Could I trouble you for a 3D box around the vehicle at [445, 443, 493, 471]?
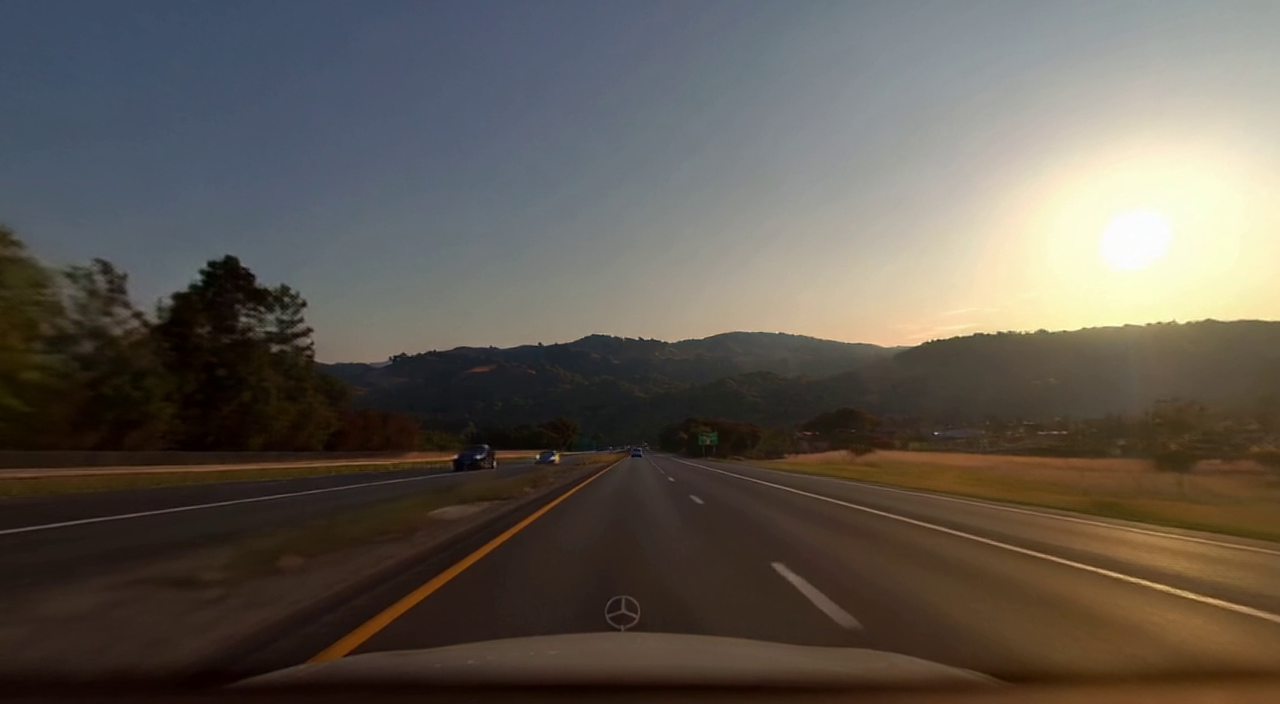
[{"bbox_3d":[-11.531,7.103,42.799,1.970,1.755,4.306,0,-9,0],"label":"vehicle"}]
